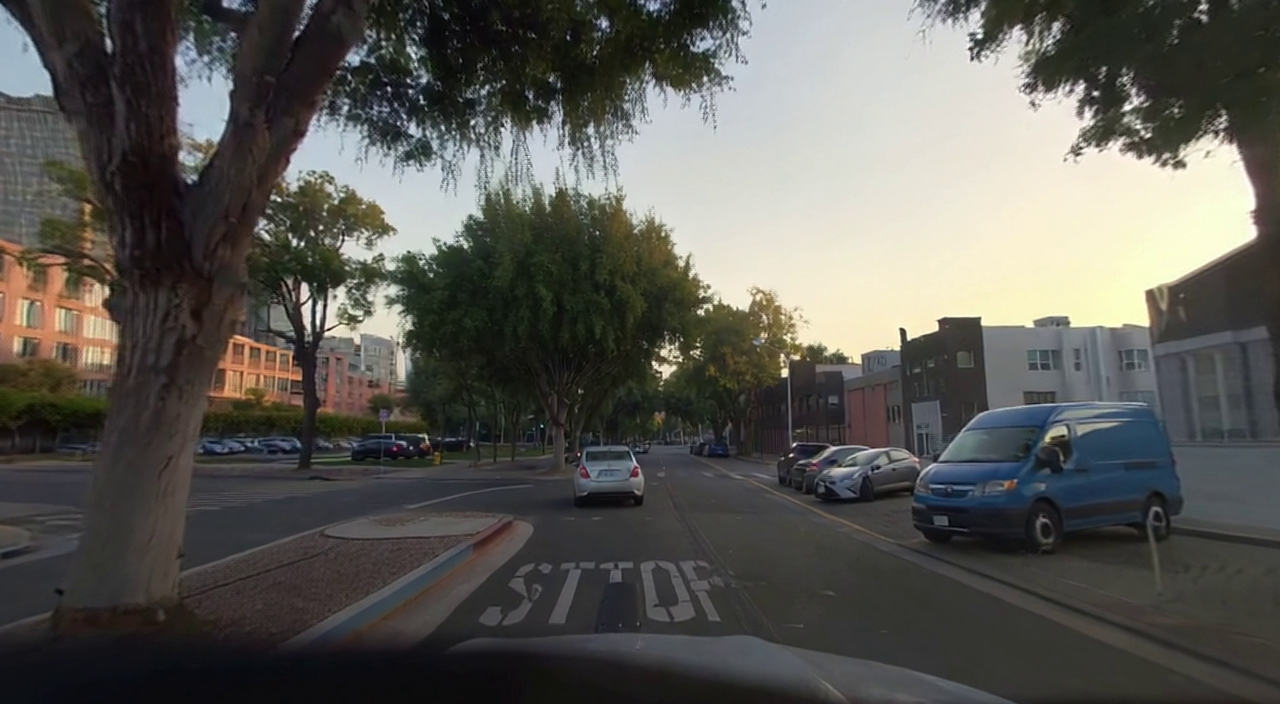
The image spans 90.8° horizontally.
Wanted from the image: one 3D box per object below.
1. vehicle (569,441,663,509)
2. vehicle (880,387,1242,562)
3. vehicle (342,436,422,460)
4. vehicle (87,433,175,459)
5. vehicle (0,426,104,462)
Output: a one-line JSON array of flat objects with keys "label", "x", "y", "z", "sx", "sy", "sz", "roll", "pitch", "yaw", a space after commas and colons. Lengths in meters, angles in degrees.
[{"label": "vehicle", "x": -0.716, "y": 3.036, "z": 16.153, "sx": 2.065, "sy": 1.450, "sz": 4.522, "roll": 1, "pitch": -9, "yaw": -5}, {"label": "vehicle", "x": 6.662, "y": 1.821, "z": 9.977, "sx": 5.385, "sy": 2.146, "sz": 2.143, "roll": 4, "pitch": -9, "yaw": -25}, {"label": "vehicle", "x": -18.349, "y": 6.840, "z": 45.165, "sx": 4.892, "sy": 1.679, "sz": 1.927, "roll": 1, "pitch": -9, "yaw": -6}, {"label": "vehicle", "x": -31.792, "y": 5.862, "z": 39.505, "sx": 3.915, "sy": 1.574, "sz": 1.850, "roll": 0, "pitch": -9, "yaw": 4}, {"label": "vehicle", "x": -31.775, "y": 4.890, "z": 33.632, "sx": 4.438, "sy": 1.814, "sz": 2.044, "roll": 0, "pitch": -8, "yaw": -2}]
